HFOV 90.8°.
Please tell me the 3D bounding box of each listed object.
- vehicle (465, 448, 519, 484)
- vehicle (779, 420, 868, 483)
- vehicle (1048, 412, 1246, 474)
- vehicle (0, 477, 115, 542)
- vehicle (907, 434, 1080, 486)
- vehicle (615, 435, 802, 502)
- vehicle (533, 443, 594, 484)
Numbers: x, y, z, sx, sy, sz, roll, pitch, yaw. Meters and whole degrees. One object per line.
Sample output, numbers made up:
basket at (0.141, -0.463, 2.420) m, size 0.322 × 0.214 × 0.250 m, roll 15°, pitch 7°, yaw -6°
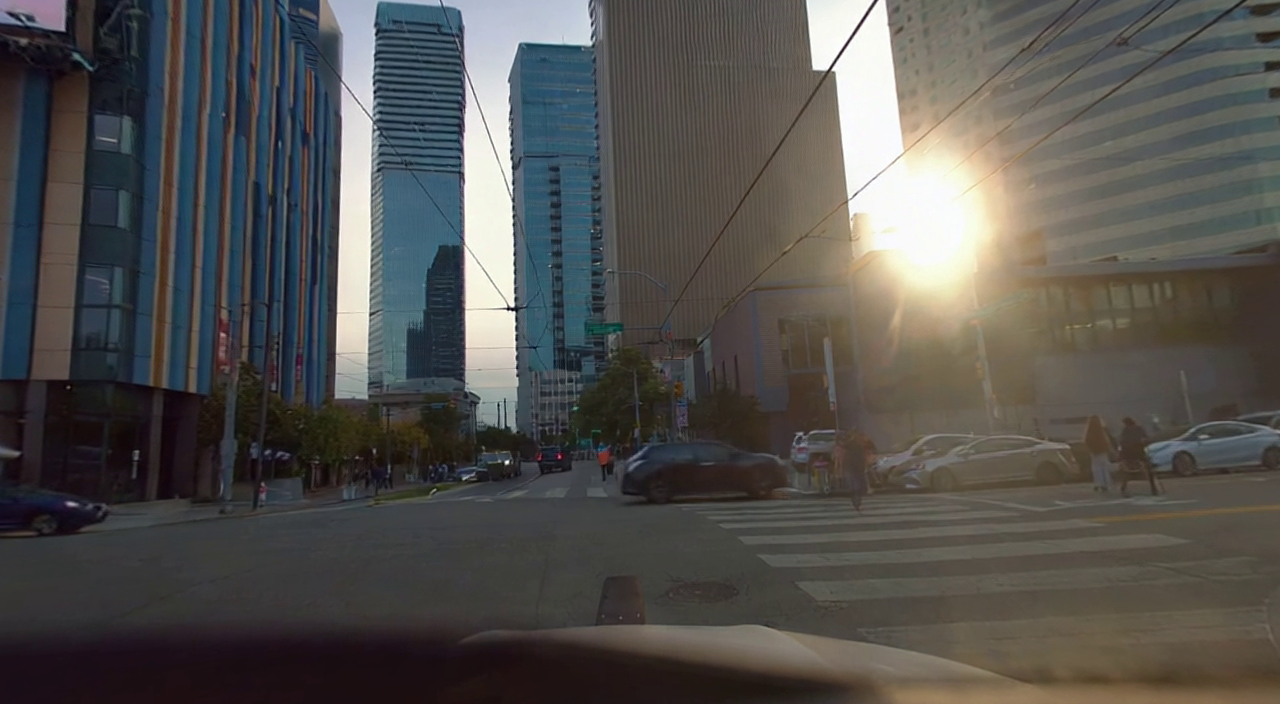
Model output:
vehicle at (-8.410, 6.503, 36.277) m, size 2.121 × 1.792 × 4.510 m, roll -3°, pitch -8°, yaw -2°
vehicle at (7.576, 4.102, 26.630) m, size 2.316 × 2.425 × 4.466 m, roll 1°, pitch -7°, yaw -2°
vehicle at (16.761, 3.041, 21.070) m, size 4.944 × 1.946 × 1.952 m, roll 0°, pitch -8°, yaw -3°
vehicle at (-16.811, 4.049, 16.293) m, size 4.549 × 1.490 × 1.797 m, roll 2°, pitch -9°, yaw -15°
vehicle at (11.396, 3.491, 20.554) m, size 4.697 × 1.510 × 1.596 m, roll 0°, pitch -9°, yaw -4°
vehicle at (1.675, 3.030, 16.698) m, size 4.637 × 1.624 × 1.927 m, roll 0°, pitch -8°, yaw -3°
vehicle at (-3.722, 5.543, 31.806) m, size 2.137 × 1.910 × 5.120 m, roll -1°, pitch -9°, yaw 3°
